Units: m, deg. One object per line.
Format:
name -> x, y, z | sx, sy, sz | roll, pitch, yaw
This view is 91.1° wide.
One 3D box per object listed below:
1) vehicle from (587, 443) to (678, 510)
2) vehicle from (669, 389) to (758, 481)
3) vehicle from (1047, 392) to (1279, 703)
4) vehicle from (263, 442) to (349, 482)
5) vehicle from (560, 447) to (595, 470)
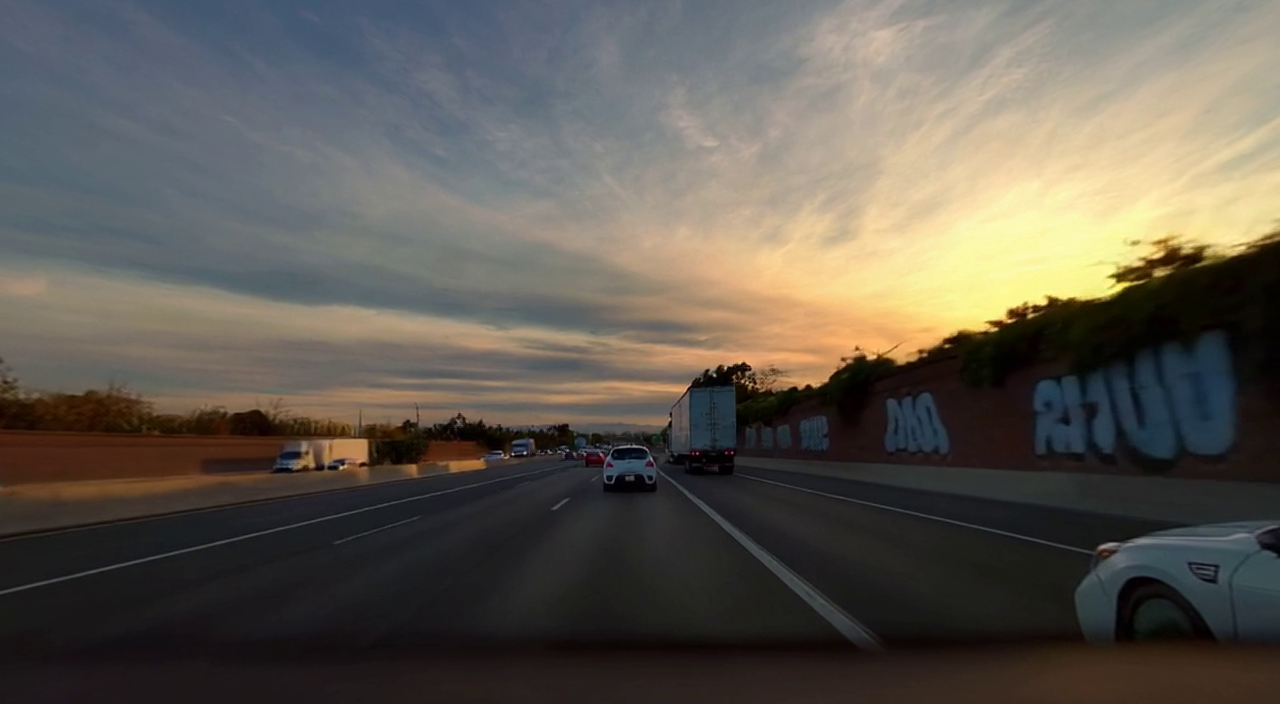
vehicle -> -0.239, 3.076, 16.041 | 2.033, 1.468, 4.015 | 0, -9, -2
vehicle -> 3.543, 4.732, 34.929 | 2.902, 4.014, 14.446 | 0, -9, -1
vehicle -> 3.295, 0.712, 1.057 | 1.996, 1.497, 4.754 | 0, -9, 0
vehicle -> -20.443, 6.708, 38.813 | 2.288, 2.238, 5.370 | -1, -9, 0
vehicle -> -4.344, 7.479, 44.363 | 2.067, 1.481, 4.085 | 0, -9, 0
